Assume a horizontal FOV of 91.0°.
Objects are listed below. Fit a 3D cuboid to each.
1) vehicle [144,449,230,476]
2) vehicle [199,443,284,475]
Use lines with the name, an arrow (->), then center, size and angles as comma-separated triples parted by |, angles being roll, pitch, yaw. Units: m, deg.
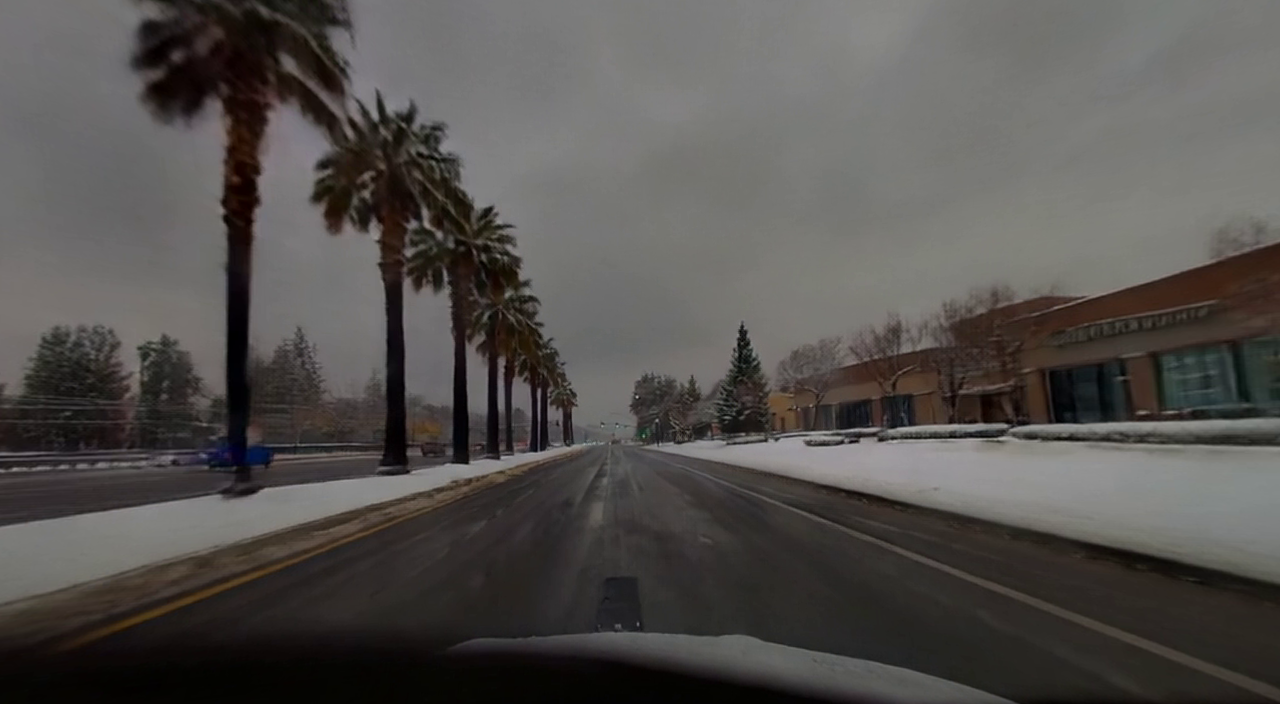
vehicle -> -26.534, 6.463, 37.112 | 1.915, 1.485, 4.389 | 1, -9, -2
vehicle -> -22.714, 6.085, 36.131 | 1.994, 1.652, 4.570 | 1, -9, -3
